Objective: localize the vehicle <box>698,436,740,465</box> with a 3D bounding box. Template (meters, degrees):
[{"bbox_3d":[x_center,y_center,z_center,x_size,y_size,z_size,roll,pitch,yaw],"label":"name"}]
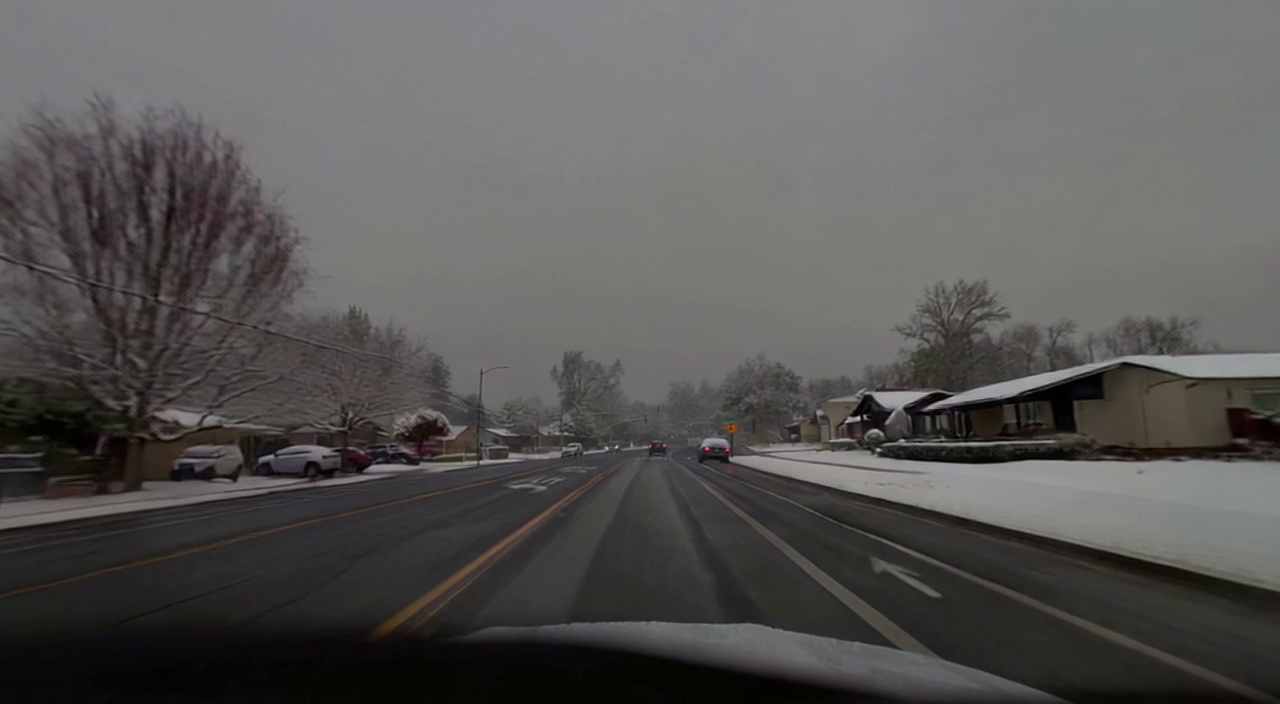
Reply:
[{"bbox_3d":[5.425,6.828,43.883,2.233,1.887,5.347,0,-9,0],"label":"vehicle"}]

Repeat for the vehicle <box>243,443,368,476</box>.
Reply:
[{"bbox_3d":[-18.087,5.825,34.282,5.419,1.649,2.396,0,-9,1],"label":"vehicle"}]

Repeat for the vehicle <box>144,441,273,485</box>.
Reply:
[{"bbox_3d":[-18.801,4.793,27.606,4.372,1.745,2.017,6,-10,-35],"label":"vehicle"}]
